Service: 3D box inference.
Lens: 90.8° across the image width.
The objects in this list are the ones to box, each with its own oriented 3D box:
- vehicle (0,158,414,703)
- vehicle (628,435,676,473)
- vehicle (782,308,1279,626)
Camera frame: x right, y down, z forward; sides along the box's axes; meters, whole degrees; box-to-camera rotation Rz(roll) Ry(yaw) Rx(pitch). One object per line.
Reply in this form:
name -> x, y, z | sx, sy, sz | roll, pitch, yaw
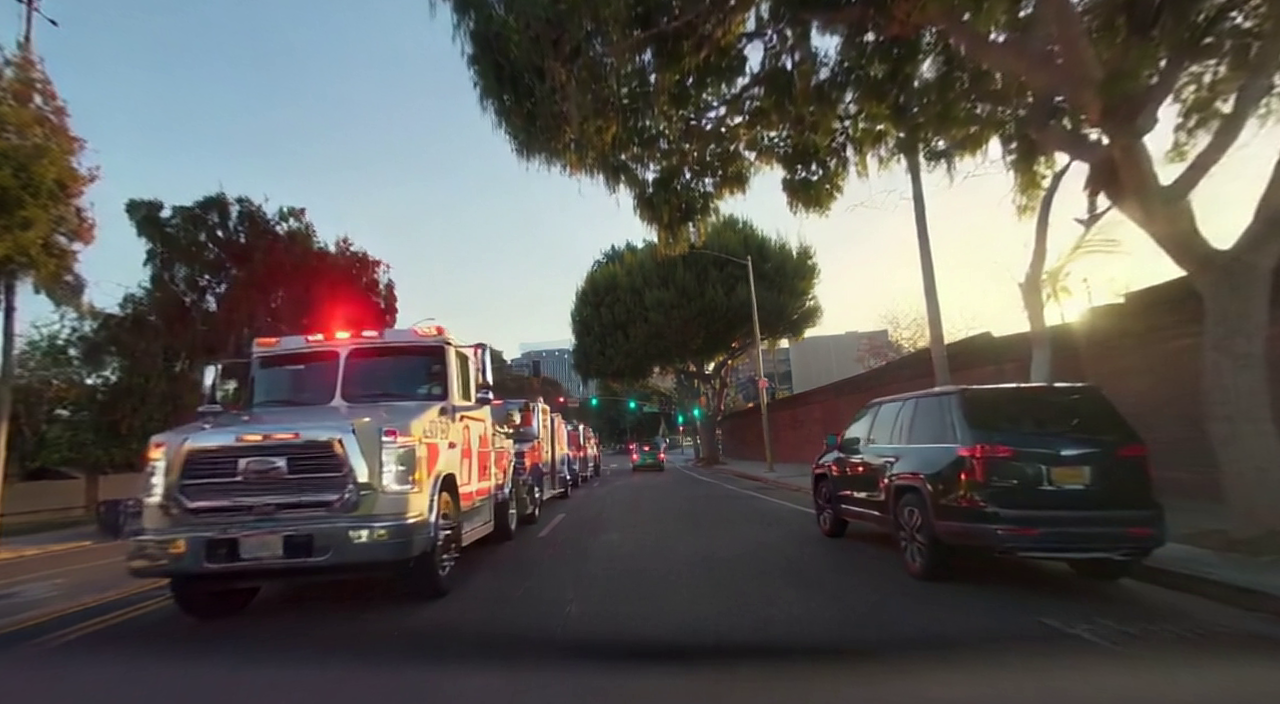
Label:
vehicle -> -2.798, 0.590, 1.816 | 2.458, 2.027, 4.831 | 0, -9, 0
vehicle -> 0.550, 5.410, 33.712 | 2.332, 1.831, 4.930 | 0, -8, -2
vehicle -> 4.027, 1.237, 7.523 | 3.411, 2.429, 5.271 | 0, -9, 0
